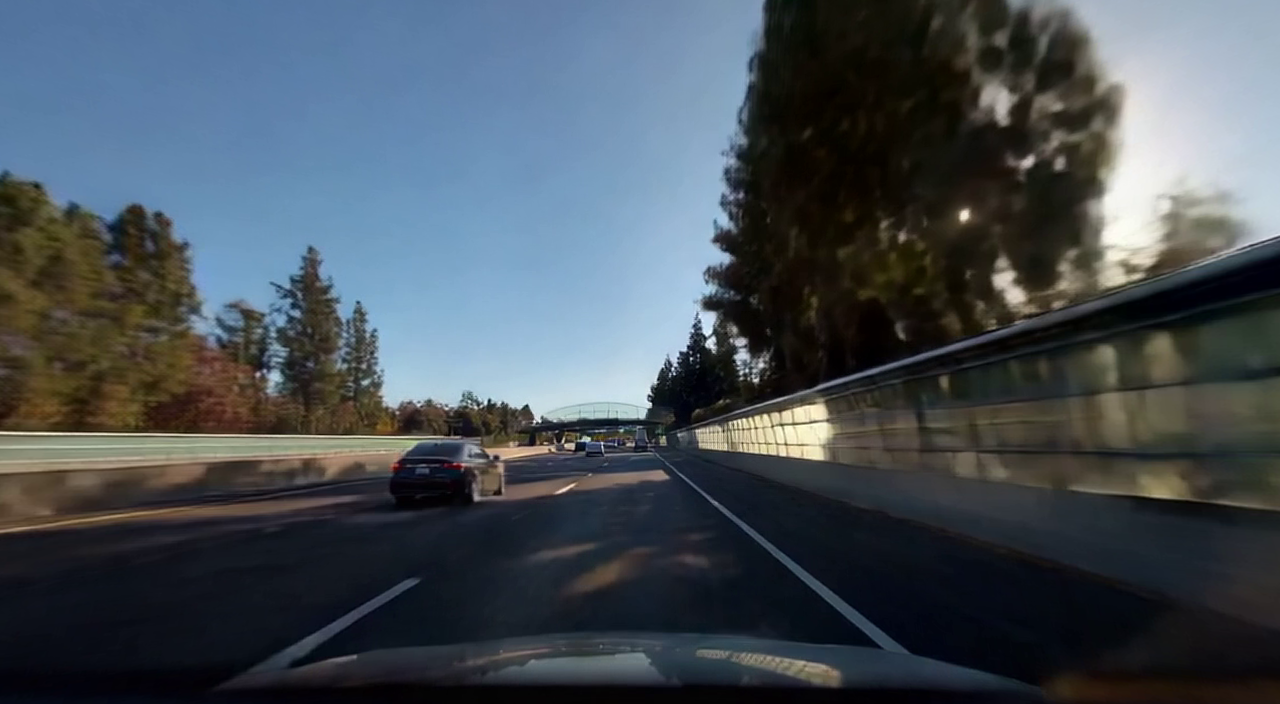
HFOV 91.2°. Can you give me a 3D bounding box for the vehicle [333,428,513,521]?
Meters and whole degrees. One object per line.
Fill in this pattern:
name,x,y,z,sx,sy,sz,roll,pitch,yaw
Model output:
vehicle,-4.055,2.360,12.644,2.059,1.541,4.296,0,-8,0
